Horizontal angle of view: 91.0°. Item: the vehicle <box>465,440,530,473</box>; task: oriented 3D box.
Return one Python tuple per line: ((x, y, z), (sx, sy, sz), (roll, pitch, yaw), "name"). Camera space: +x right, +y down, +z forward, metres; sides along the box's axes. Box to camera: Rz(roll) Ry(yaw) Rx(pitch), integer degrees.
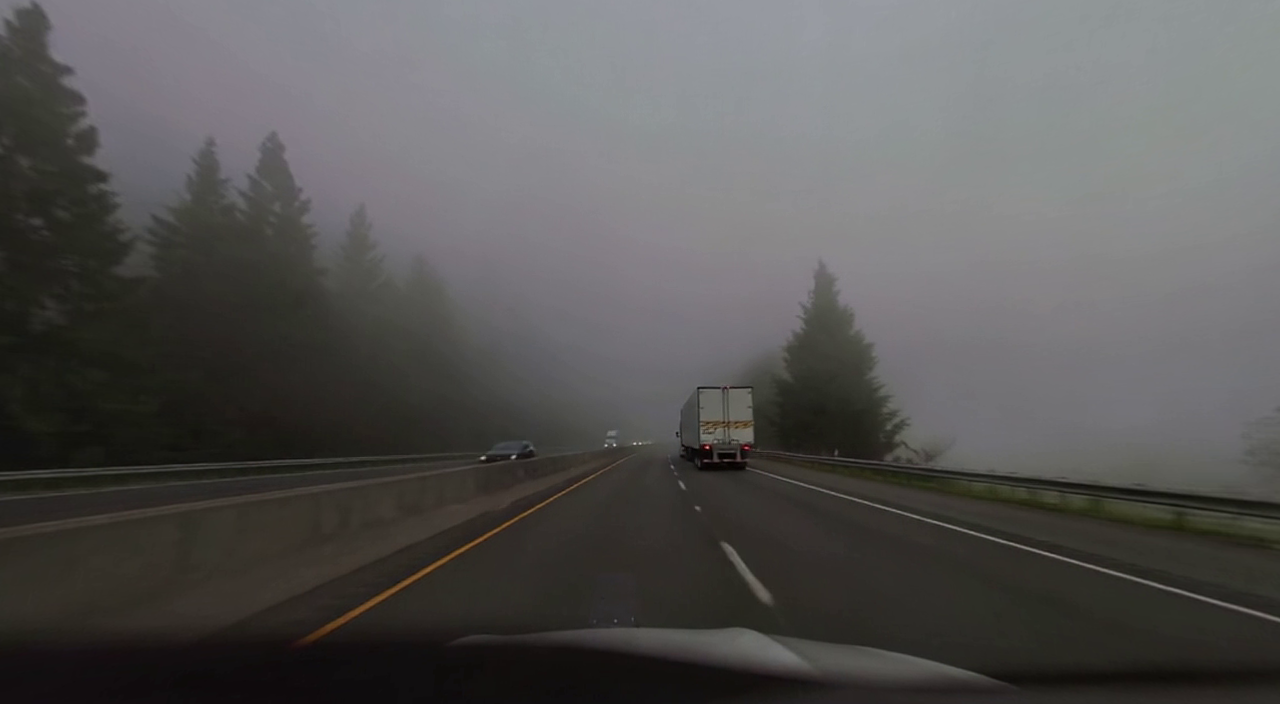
((-6.956, 5.143, 31.199), (2.111, 1.487, 4.433), (-1, -8, 1), "vehicle")
